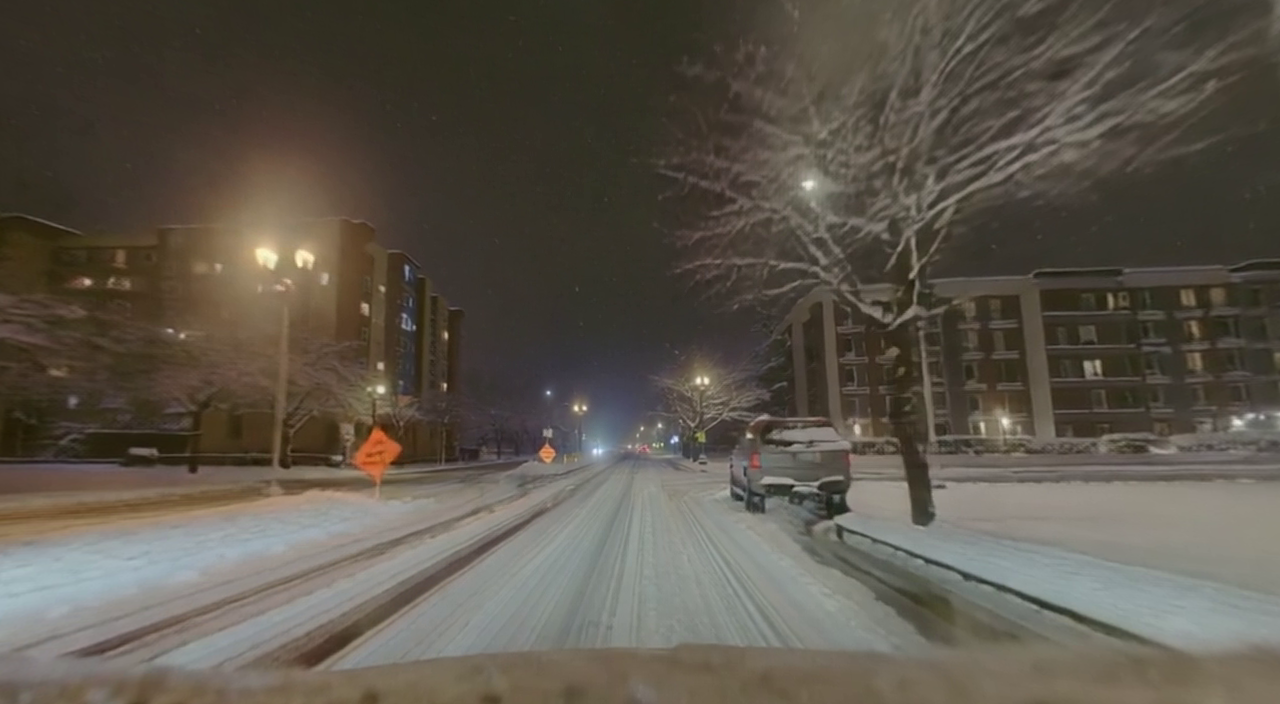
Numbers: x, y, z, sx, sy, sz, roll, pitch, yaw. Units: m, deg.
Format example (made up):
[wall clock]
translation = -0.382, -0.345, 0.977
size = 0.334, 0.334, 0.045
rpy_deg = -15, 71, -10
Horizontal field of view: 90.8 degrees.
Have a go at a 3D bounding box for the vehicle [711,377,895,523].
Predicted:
[vehicle]
translation = 3.246, 2.046, 13.536
size = 2.849, 2.686, 3.176
rpy_deg = 0, -8, -4
